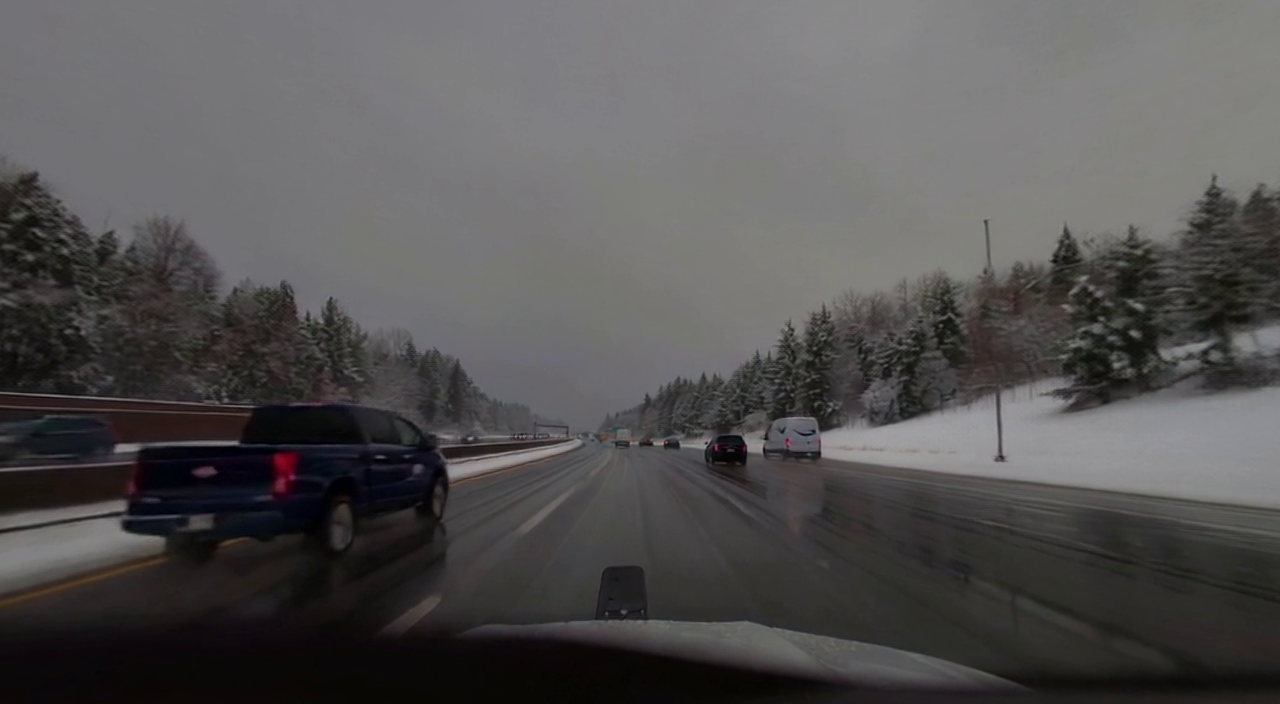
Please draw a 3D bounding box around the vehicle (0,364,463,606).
[{"bbox_3d":[-4.277,1.451,7.895,2.331,1.884,5.787,0,-8,1],"label":"vehicle"}]

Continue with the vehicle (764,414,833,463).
[{"bbox_3d":[9.838,5.492,39.886,2.274,2.802,6.802,0,-8,-3],"label":"vehicle"}]

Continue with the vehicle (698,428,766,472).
[{"bbox_3d":[3.819,4.164,26.995,2.141,1.732,4.279,0,-8,-2],"label":"vehicle"}]
